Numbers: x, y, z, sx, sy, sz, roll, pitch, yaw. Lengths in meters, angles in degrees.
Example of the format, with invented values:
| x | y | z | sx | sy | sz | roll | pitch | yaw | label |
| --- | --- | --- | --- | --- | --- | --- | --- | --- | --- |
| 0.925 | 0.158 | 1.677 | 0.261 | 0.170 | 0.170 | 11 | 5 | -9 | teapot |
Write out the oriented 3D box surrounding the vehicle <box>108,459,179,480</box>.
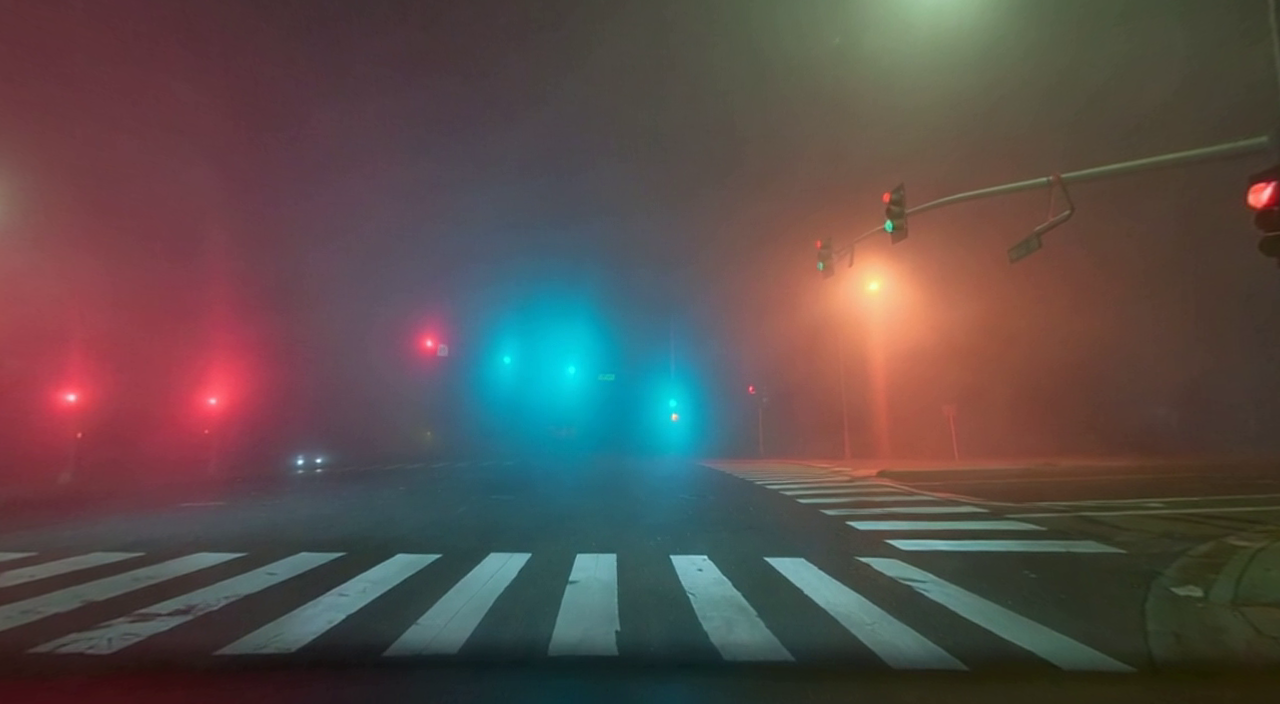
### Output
| x | y | z | sx | sy | sz | roll | pitch | yaw | label |
| --- | --- | --- | --- | --- | --- | --- | --- | --- | --- |
| -35.898 | 8.508 | 45.645 | 3.681 | 1.423 | 1.680 | 0 | -8 | -1 | vehicle |

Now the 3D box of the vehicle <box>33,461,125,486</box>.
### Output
| x | y | z | sx | sy | sz | roll | pitch | yaw | label |
| --- | --- | --- | --- | --- | --- | --- | --- | --- | --- |
| -36.146 | 7.831 | 40.651 | 4.241 | 1.413 | 1.673 | -1 | -8 | -1 | vehicle |
